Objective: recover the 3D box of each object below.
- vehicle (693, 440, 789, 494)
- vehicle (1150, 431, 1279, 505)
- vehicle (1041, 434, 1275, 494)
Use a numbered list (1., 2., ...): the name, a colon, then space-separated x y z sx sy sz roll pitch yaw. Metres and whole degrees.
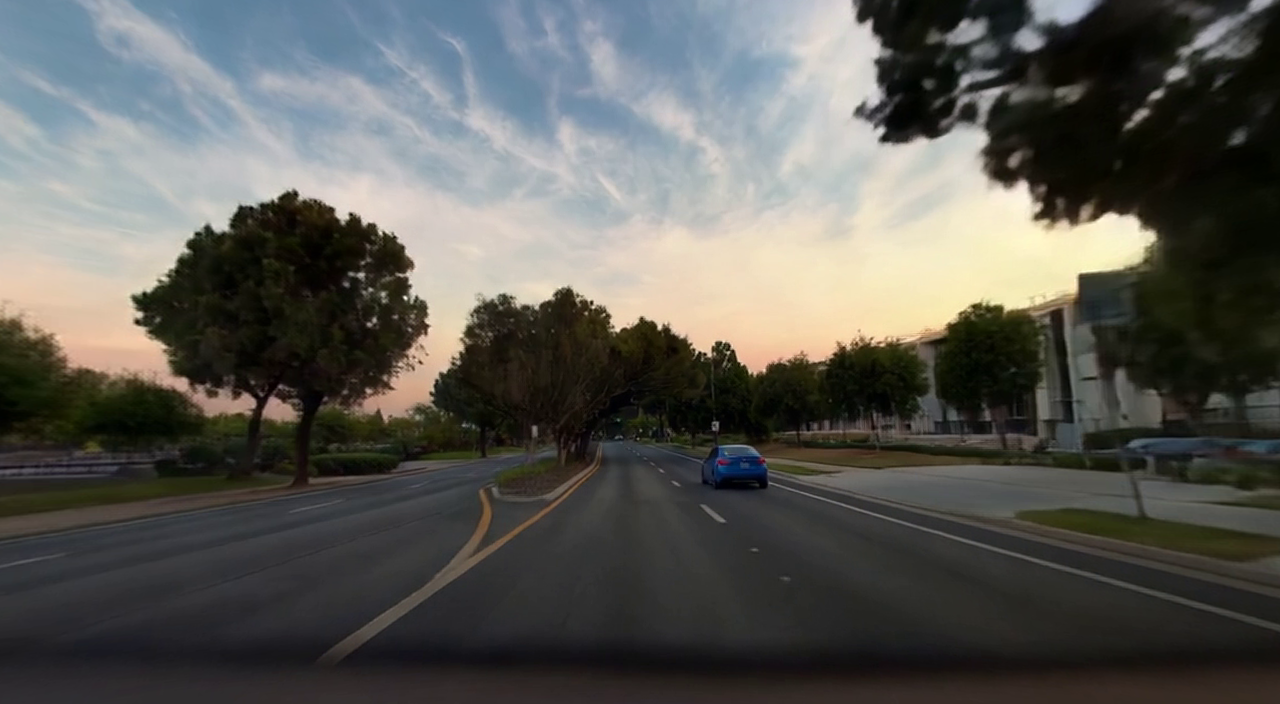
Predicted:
1. vehicle: 3.031 3.568 20.031 2.114 1.493 4.430 0 -9 -3
2. vehicle: 19.983 3.458 19.492 6.229 1.865 2.595 -4 -15 -6
3. vehicle: 20.436 4.447 25.245 6.861 1.821 2.768 -3 -9 -1
